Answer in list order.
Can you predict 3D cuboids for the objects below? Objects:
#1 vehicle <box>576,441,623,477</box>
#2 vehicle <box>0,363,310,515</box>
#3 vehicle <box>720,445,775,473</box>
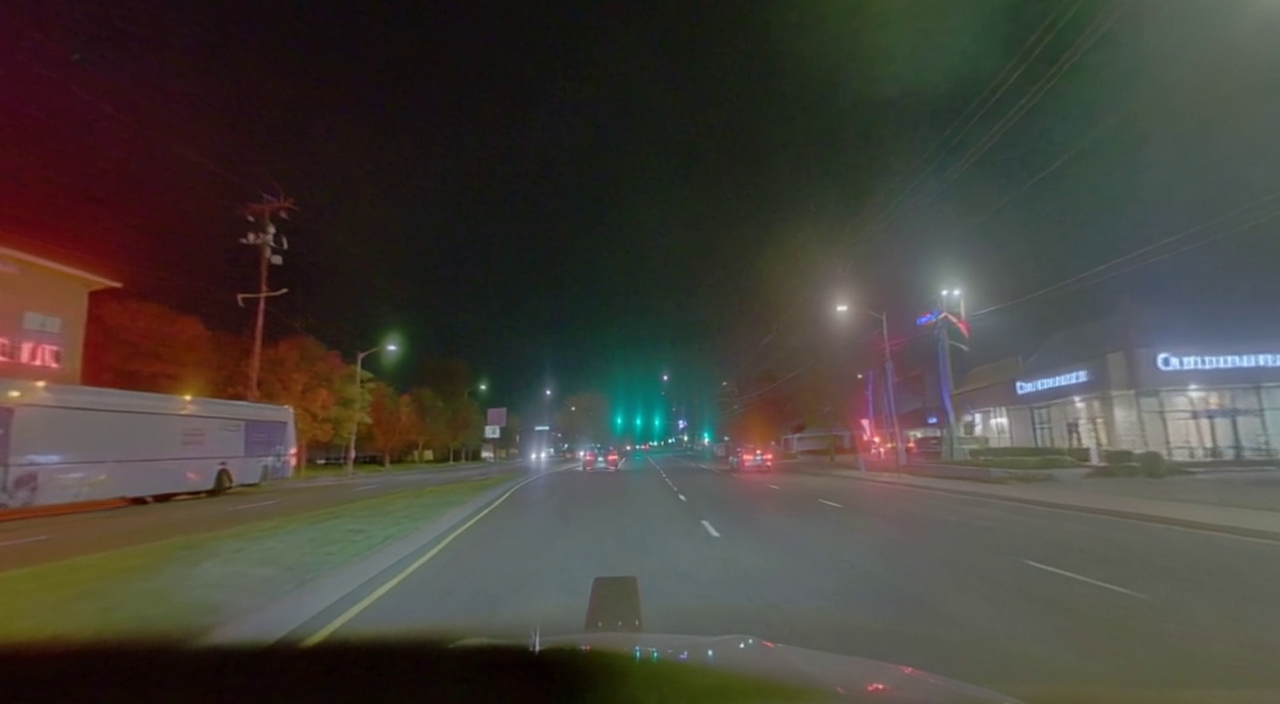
[{"bbox_3d":[-1.916,5.010,29.883,2.072,1.545,4.578,0,-8,-4],"label":"vehicle"},{"bbox_3d":[-19.250,3.535,25.107,3.133,4.167,16.699,-1,-8,1],"label":"vehicle"},{"bbox_3d":[6.022,6.020,35.883,2.075,1.475,4.571,0,-8,-4],"label":"vehicle"}]
